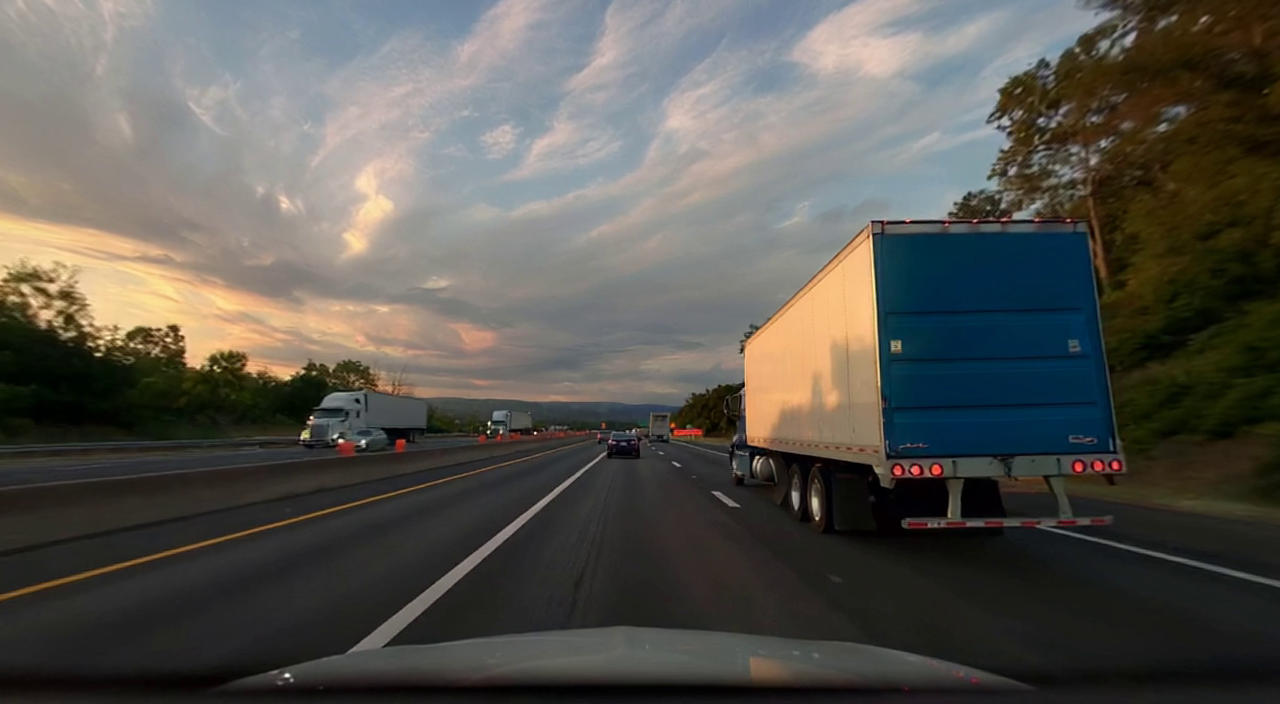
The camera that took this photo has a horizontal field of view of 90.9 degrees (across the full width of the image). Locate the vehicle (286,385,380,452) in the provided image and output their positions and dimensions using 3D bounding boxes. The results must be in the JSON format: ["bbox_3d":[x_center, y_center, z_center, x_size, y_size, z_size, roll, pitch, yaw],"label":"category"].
[{"bbox_3d":[-19.614,4.364,40.734,3.014,3.985,5.892,0,-8,-1],"label":"vehicle"}]

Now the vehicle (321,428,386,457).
[{"bbox_3d":[-15.527,4.899,34.386,1.788,1.475,3.811,0,-8,-1],"label":"vehicle"}]

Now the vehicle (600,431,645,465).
[{"bbox_3d":[-0.808,4.401,29.173,1.929,1.469,3.677,0,-8,-1],"label":"vehicle"}]

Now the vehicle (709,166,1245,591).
[{"bbox_3d":[3.405,0.862,10.809,2.919,3.634,10.888,0,-8,-1],"label":"vehicle"}]
